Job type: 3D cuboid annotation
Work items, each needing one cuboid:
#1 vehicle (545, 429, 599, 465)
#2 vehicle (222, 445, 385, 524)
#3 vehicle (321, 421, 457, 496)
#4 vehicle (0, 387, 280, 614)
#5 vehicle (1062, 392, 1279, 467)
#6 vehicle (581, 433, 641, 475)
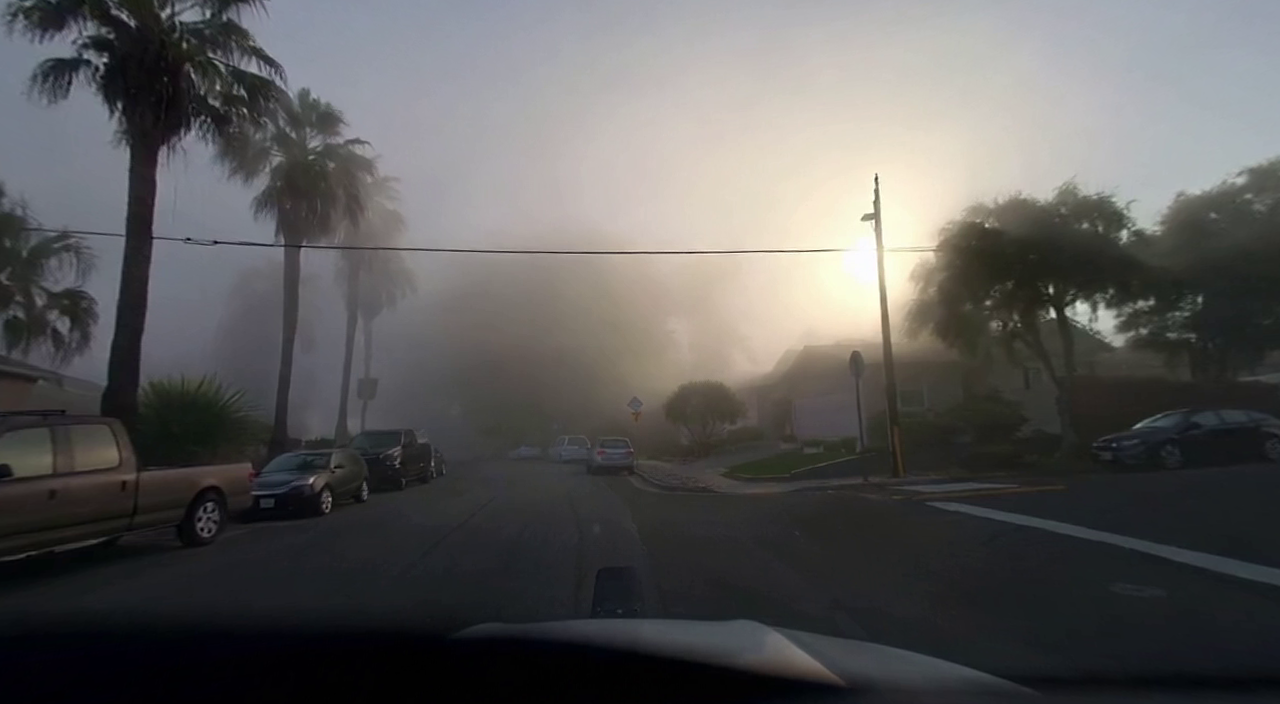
[{"bbox_3d":[-4.241,5.775,38.356,2.139,1.997,4.864,3,-9,-20],"label":"vehicle"},{"bbox_3d":[-7.791,3.038,15.114,1.875,1.585,4.184,1,-8,-5],"label":"vehicle"},{"bbox_3d":[-8.322,3.604,21.824,2.624,2.178,6.522,1,-8,-6],"label":"vehicle"},{"bbox_3d":[-7.547,1.723,8.049,2.556,2.156,6.159,0,-8,-4],"label":"vehicle"},{"bbox_3d":[13.003,1.842,14.761,4.950,1.606,2.003,1,-8,-8],"label":"vehicle"},{"bbox_3d":[-1.348,4.377,27.308,2.076,1.658,4.604,1,-8,-9],"label":"vehicle"}]
